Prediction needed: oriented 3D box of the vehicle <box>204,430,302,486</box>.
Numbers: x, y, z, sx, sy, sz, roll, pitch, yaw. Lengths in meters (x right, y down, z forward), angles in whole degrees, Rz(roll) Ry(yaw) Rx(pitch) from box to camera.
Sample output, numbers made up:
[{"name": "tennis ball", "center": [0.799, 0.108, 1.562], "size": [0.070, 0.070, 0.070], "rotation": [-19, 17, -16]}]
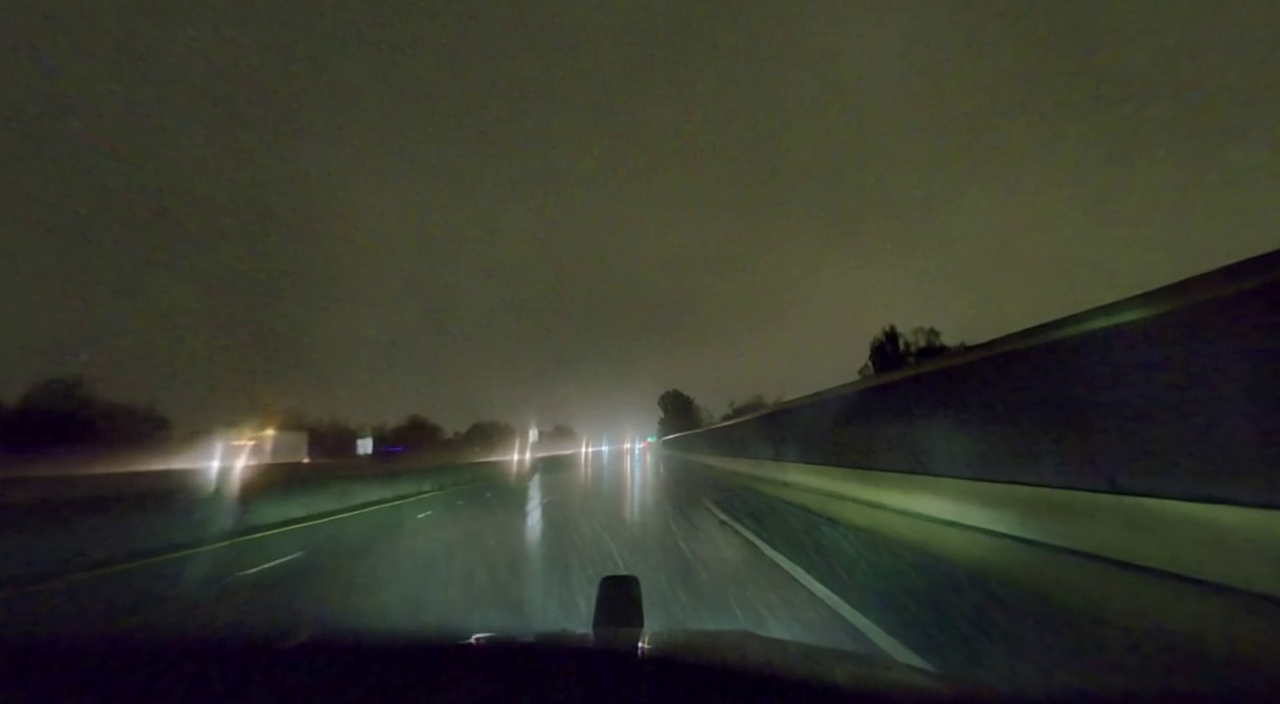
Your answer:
[{"name": "vehicle", "center": [-25.628, 7.066, 42.017], "size": [2.844, 3.341, 7.695], "rotation": [1, -9, -11]}]
